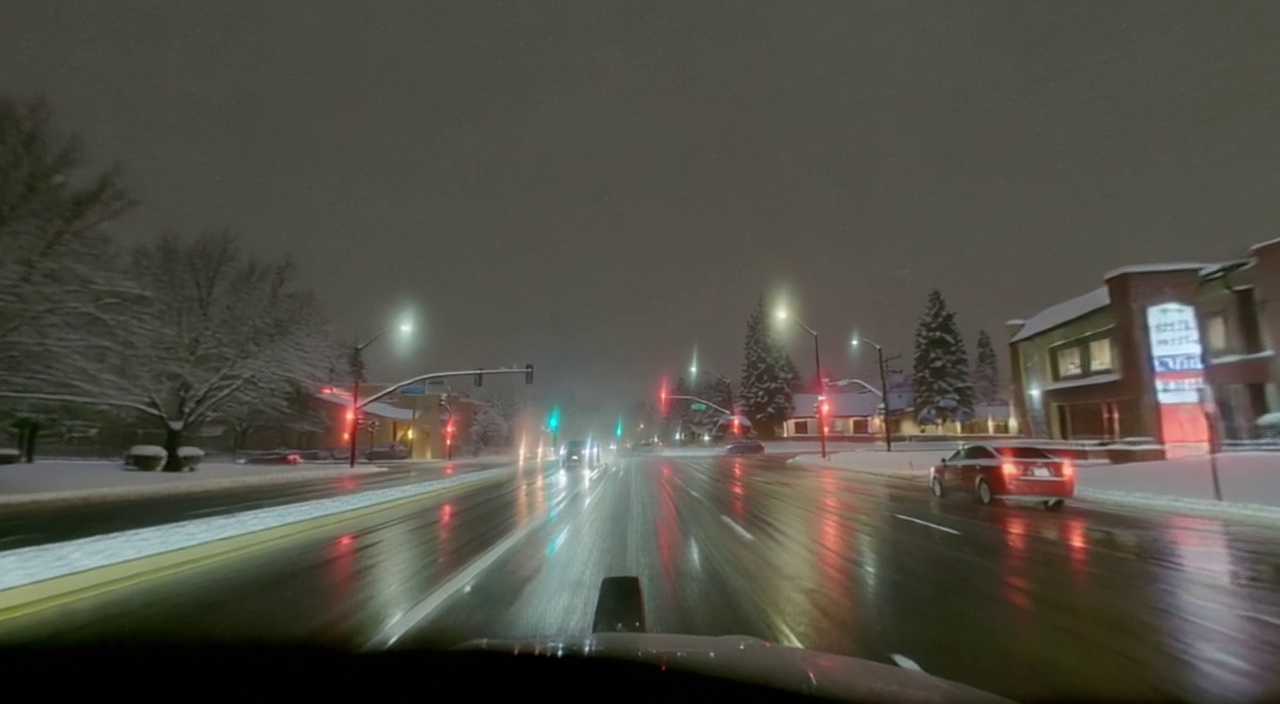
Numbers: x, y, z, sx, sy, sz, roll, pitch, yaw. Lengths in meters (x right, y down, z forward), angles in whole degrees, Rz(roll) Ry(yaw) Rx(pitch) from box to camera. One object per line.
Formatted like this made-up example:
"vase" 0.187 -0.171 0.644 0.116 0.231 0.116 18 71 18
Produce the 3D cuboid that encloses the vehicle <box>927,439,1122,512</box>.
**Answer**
"vehicle" 8.794 2.826 14.995 1.936 1.460 4.258 0 -8 0

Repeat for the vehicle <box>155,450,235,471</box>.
"vehicle" -34.939 8.498 49.620 5.228 1.539 2.009 -2 -8 11

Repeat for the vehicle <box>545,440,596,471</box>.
"vehicle" -3.595 5.454 33.556 2.121 1.481 4.708 0 -8 1
